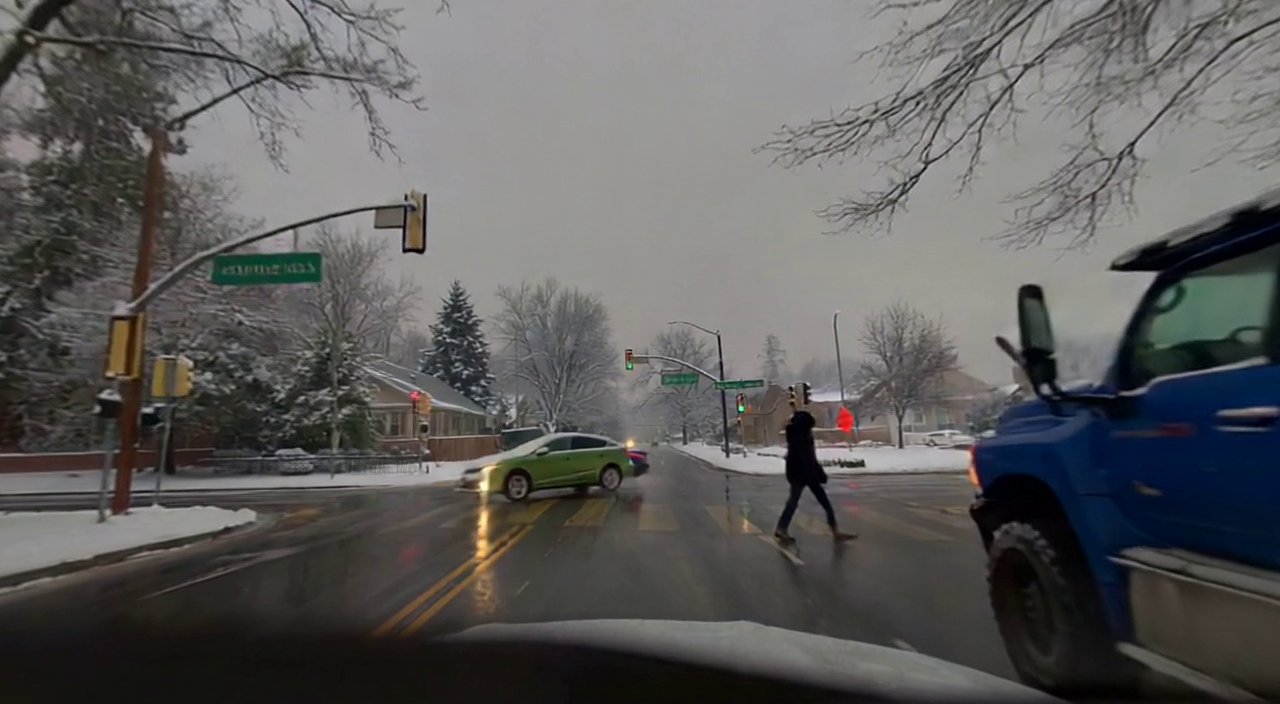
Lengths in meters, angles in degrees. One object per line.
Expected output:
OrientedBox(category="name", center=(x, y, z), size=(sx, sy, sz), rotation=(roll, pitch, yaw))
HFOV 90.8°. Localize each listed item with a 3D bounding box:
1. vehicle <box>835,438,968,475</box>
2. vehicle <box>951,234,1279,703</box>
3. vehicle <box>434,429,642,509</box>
OrientedBox(category="vehicle", center=(11.403, 4.525, 27.630), size=(5.158, 1.470, 2.012), rotation=(-4, -9, 26))
OrientedBox(category="vehicle", center=(3.043, 0.532, 1.032), size=(2.177, 2.015, 5.463), rotation=(0, -8, -1))
OrientedBox(category="vehicle", center=(-2.293, 2.748, 15.415), size=(1.979, 1.630, 4.771), rotation=(-8, -11, 43))
